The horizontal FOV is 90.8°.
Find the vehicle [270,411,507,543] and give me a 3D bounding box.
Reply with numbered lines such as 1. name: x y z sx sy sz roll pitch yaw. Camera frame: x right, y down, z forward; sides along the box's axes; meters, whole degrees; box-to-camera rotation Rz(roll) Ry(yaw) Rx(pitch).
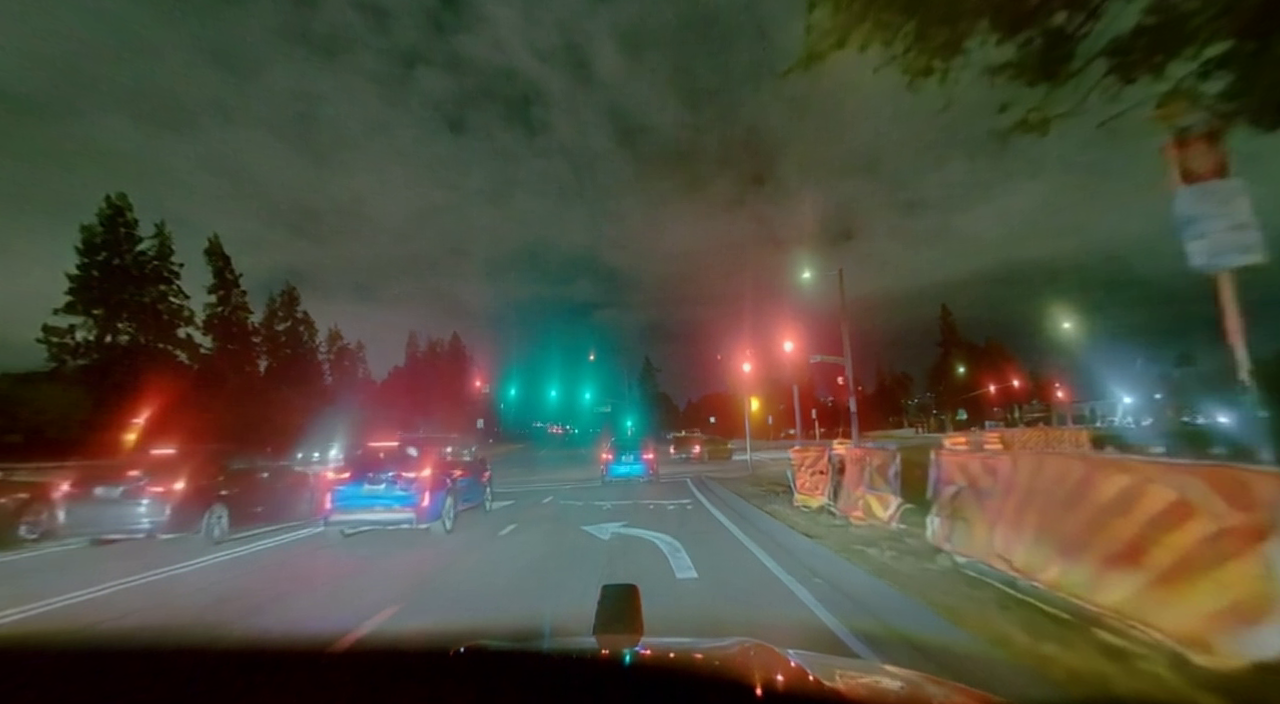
1. vehicle: -4.097 2.148 11.524 2.240 1.844 5.043 0 -9 0

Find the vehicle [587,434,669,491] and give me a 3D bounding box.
1. vehicle: -0.249 3.291 19.076 2.183 1.506 4.286 -1 -9 2

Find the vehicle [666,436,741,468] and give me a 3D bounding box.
1. vehicle: 3.266 5.038 31.963 1.873 1.477 4.467 -6 -10 33

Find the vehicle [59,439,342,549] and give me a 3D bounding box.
1. vehicle: -7.387 2.387 11.348 1.931 1.559 4.355 0 -9 0
